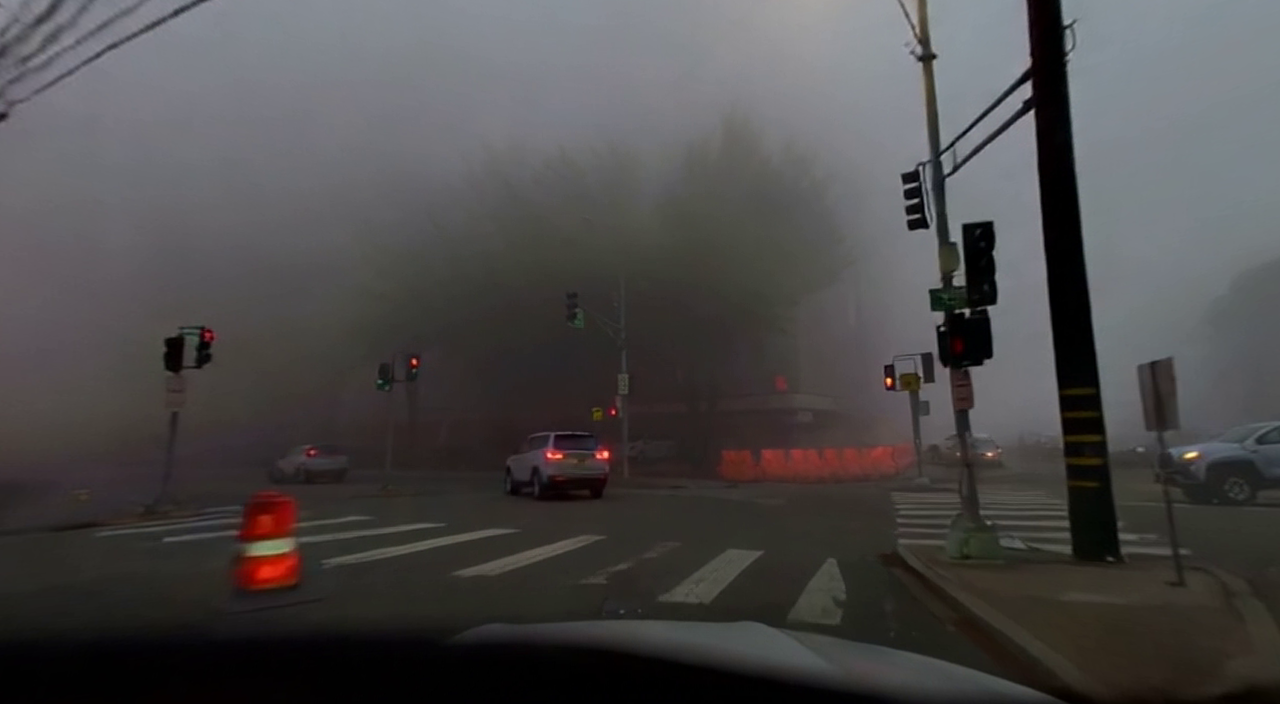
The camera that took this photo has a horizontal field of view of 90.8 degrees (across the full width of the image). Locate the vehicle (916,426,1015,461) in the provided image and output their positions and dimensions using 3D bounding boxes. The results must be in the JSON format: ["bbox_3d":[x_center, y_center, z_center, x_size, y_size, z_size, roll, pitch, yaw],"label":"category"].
[{"bbox_3d":[16.876,4.788,32.841,4.382,1.688,1.937,-5,-10,28],"label":"vehicle"}]

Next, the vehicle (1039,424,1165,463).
[{"bbox_3d":[21.719,4.346,29.984,4.550,1.704,1.922,-5,-10,31],"label":"vehicle"}]

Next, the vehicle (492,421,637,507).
[{"bbox_3d":[-2.196,2.874,16.664,2.256,1.859,5.118,4,-10,-25],"label":"vehicle"}]

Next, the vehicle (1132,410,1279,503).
[{"bbox_3d":[13.773,2.181,13.308,4.740,1.802,2.249,-3,-9,17],"label":"vehicle"}]

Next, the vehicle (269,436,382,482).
[{"bbox_3d":[-14.484,4.888,28.994,5.548,1.911,2.206,-6,-11,36],"label":"vehicle"}]
